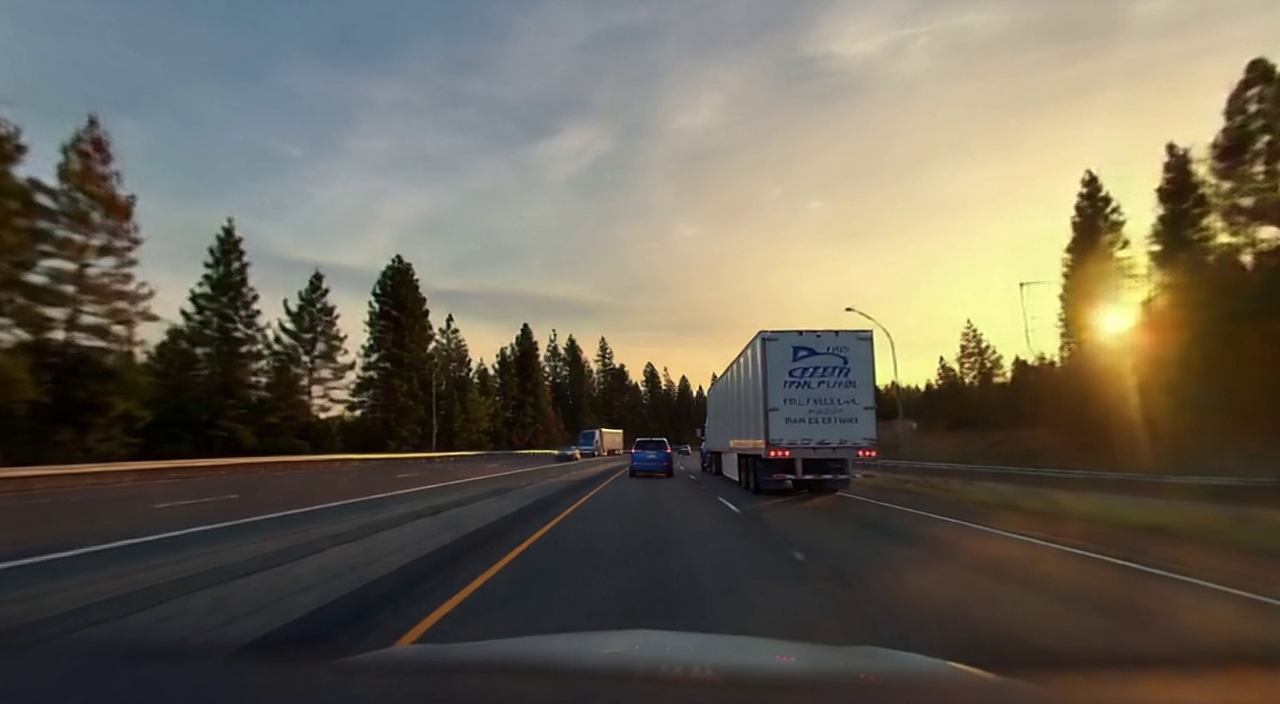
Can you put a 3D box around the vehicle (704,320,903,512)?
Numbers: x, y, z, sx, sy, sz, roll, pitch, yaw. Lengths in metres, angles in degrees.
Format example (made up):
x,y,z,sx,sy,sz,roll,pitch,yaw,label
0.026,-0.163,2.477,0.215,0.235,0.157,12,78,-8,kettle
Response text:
x,y,z,sx,sy,sz,roll,pitch,yaw,label
4.344,2.571,22.003,2.899,4.160,16.621,0,-8,1,vehicle

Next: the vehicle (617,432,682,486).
x,y,z,sx,sy,sz,roll,pitch,yaw,label
0.364,4.021,24.063,2.222,1.848,4.610,0,-8,1,vehicle
